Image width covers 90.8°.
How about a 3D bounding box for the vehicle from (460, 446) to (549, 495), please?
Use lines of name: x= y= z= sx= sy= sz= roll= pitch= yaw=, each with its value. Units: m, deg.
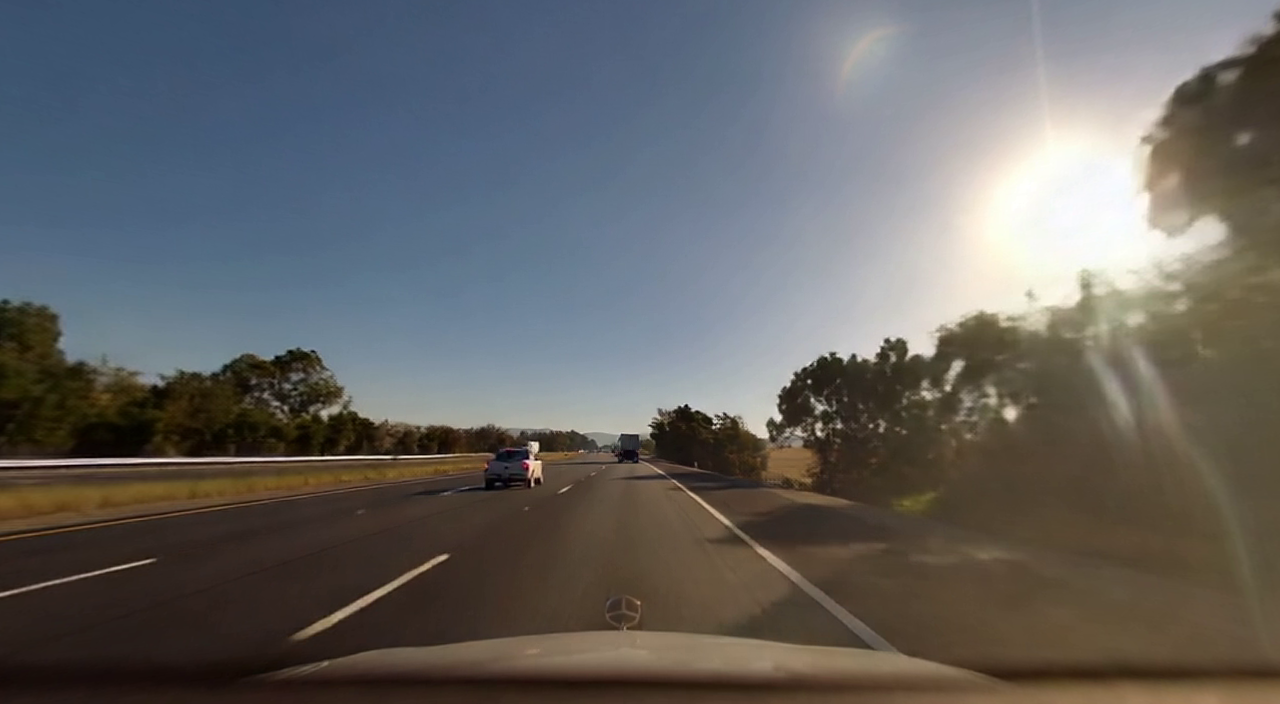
vehicle: x=-4.753 y=4.226 z=22.985 sx=2.108 sy=1.573 sz=5.000 roll=0 pitch=-9 yaw=0
